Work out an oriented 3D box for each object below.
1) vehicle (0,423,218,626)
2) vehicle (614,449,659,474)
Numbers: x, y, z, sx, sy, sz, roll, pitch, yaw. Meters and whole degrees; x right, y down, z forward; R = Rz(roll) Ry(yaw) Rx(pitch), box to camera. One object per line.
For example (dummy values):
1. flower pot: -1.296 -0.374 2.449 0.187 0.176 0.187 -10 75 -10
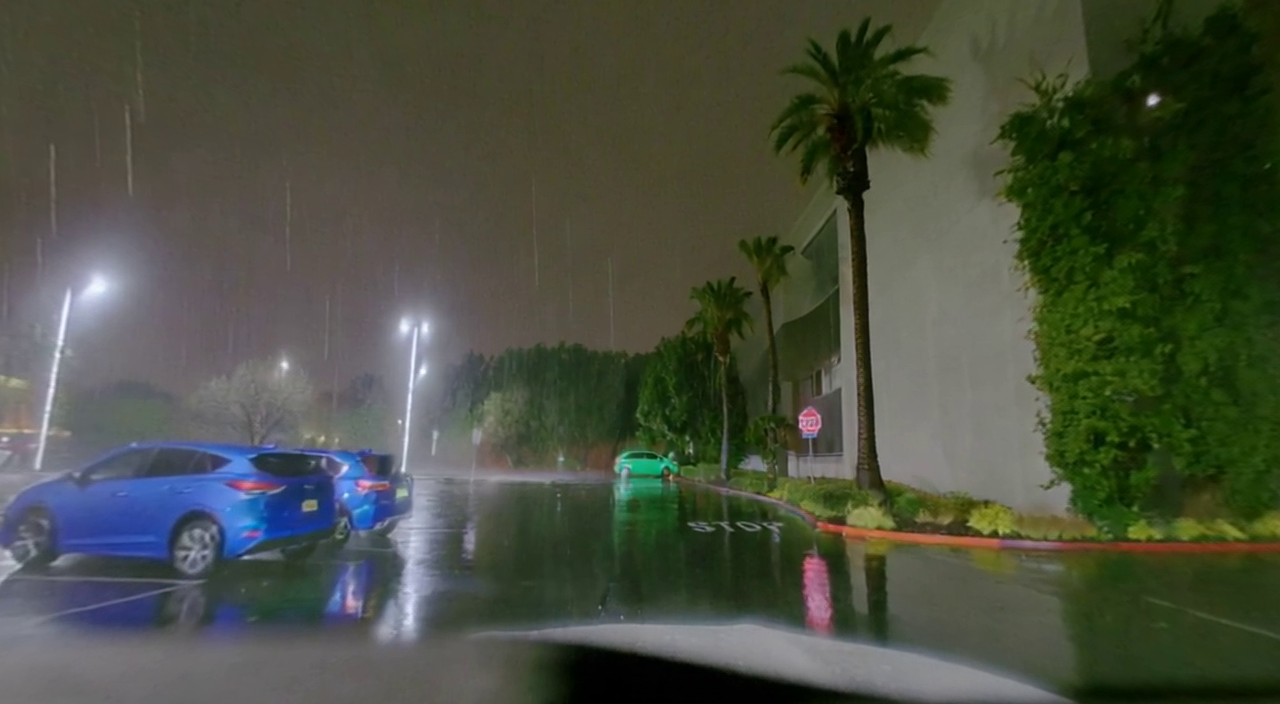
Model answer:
1. vehicle: -7.375 1.543 6.557 4.416 1.636 2.206 2 -9 7
2. vehicle: -0.305 7.742 44.985 2.071 1.700 4.367 3 -9 -16
